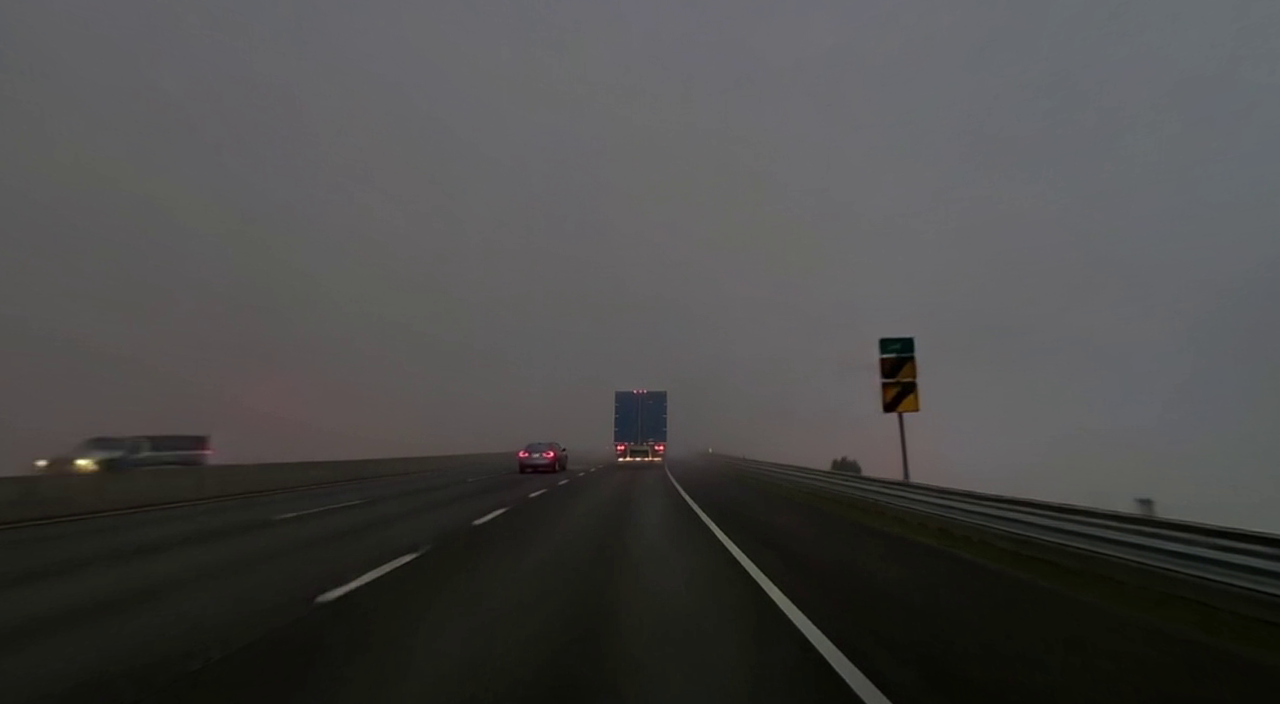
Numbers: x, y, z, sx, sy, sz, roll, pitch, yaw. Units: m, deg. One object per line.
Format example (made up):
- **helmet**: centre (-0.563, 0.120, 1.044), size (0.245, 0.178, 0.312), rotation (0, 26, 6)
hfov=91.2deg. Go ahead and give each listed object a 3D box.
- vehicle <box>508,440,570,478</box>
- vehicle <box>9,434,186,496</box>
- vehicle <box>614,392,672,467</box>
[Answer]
- **vehicle**: centre (-4.192, 4.527, 26.684), size (1.895, 1.500, 3.808), rotation (0, -9, 2)
- **vehicle**: centre (-24.040, 5.011, 28.279), size (2.274, 2.431, 6.163), rotation (-1, -9, 2)
- **vehicle**: centre (0.275, 5.042, 39.729), size (3.123, 4.094, 10.812), rotation (0, -9, 1)
